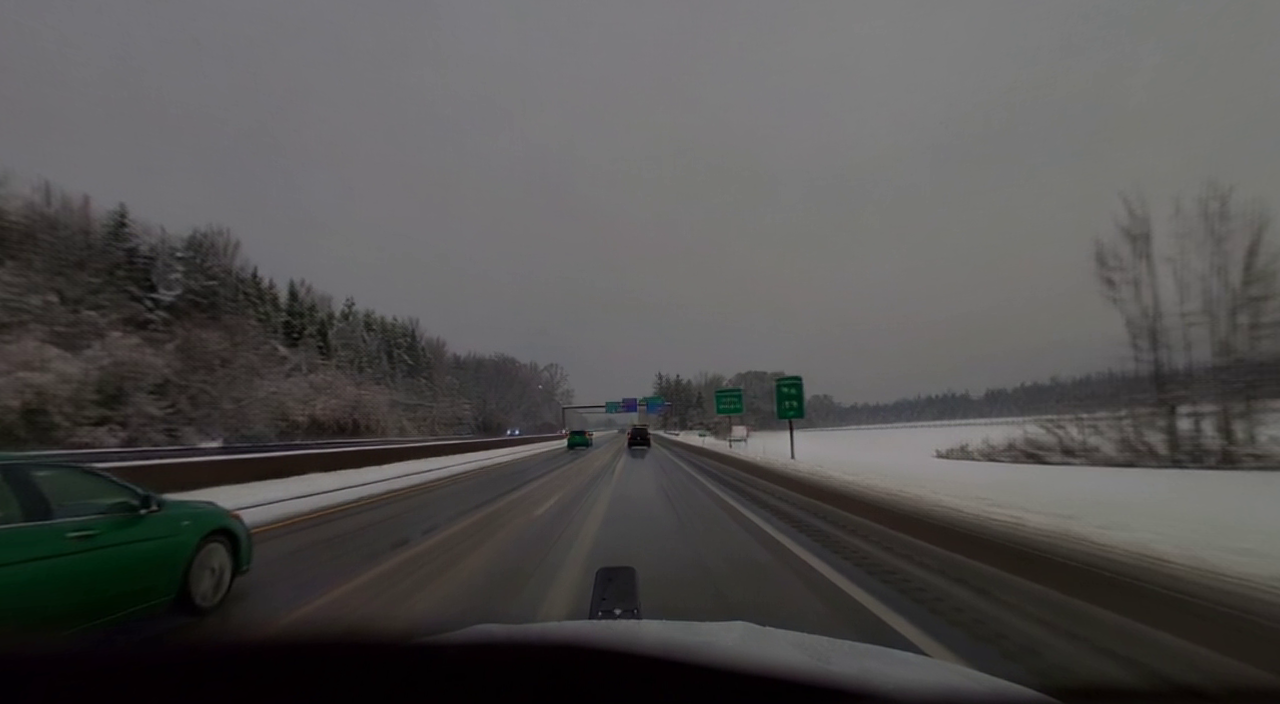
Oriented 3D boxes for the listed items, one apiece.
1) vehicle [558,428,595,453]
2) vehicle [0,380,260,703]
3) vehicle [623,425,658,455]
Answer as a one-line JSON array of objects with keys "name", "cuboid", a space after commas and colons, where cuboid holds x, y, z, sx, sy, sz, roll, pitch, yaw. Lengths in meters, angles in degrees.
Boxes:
[{"name": "vehicle", "cuboid": [-4.316, 6.078, 43.438, 2.055, 1.610, 4.116, 0, -8, 0]}, {"name": "vehicle", "cuboid": [-3.833, 0.854, 2.672, 1.958, 1.486, 3.988, 0, -8, -1]}, {"name": "vehicle", "cuboid": [-0.018, 5.744, 41.163, 2.170, 1.790, 4.490, 0, -8, -1]}]
